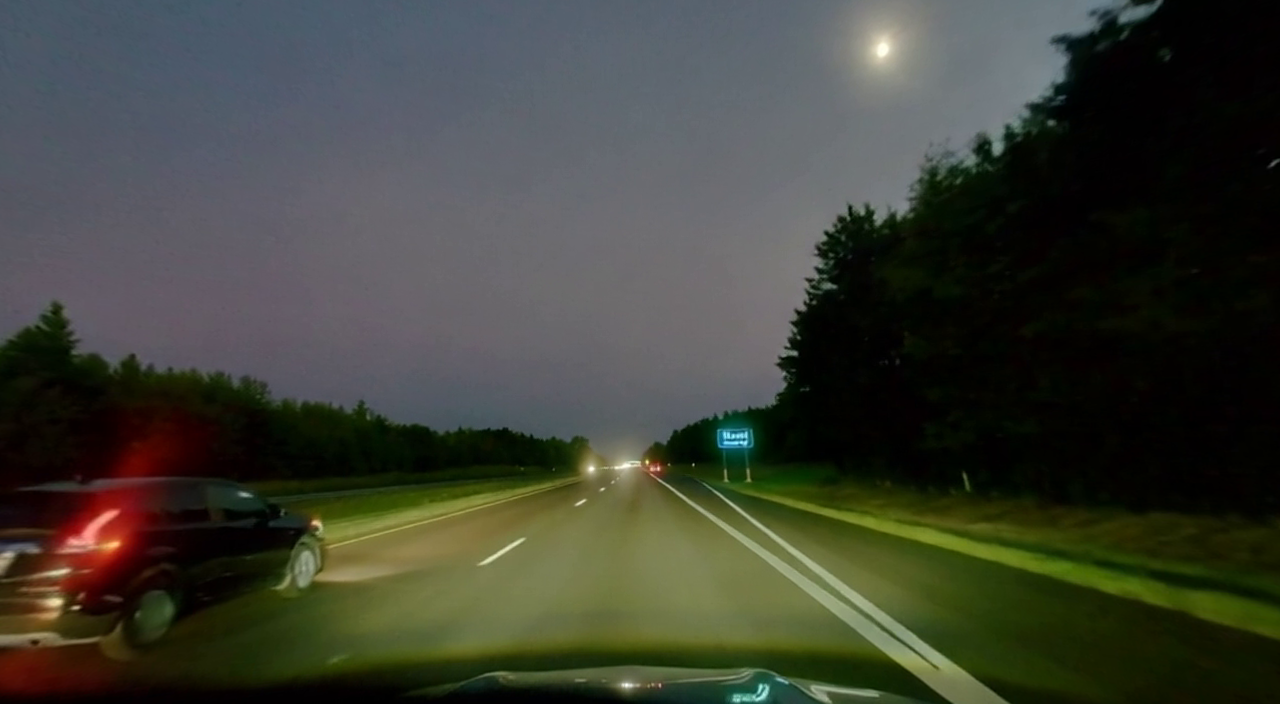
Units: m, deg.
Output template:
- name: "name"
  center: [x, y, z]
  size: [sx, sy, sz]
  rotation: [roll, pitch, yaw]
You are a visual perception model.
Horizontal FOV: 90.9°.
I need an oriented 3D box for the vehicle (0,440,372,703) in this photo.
- name: "vehicle"
  center: [-4.223, 1.489, 4.934]
  size: [2.183, 1.435, 4.653]
  rotation: [1, -10, 0]
